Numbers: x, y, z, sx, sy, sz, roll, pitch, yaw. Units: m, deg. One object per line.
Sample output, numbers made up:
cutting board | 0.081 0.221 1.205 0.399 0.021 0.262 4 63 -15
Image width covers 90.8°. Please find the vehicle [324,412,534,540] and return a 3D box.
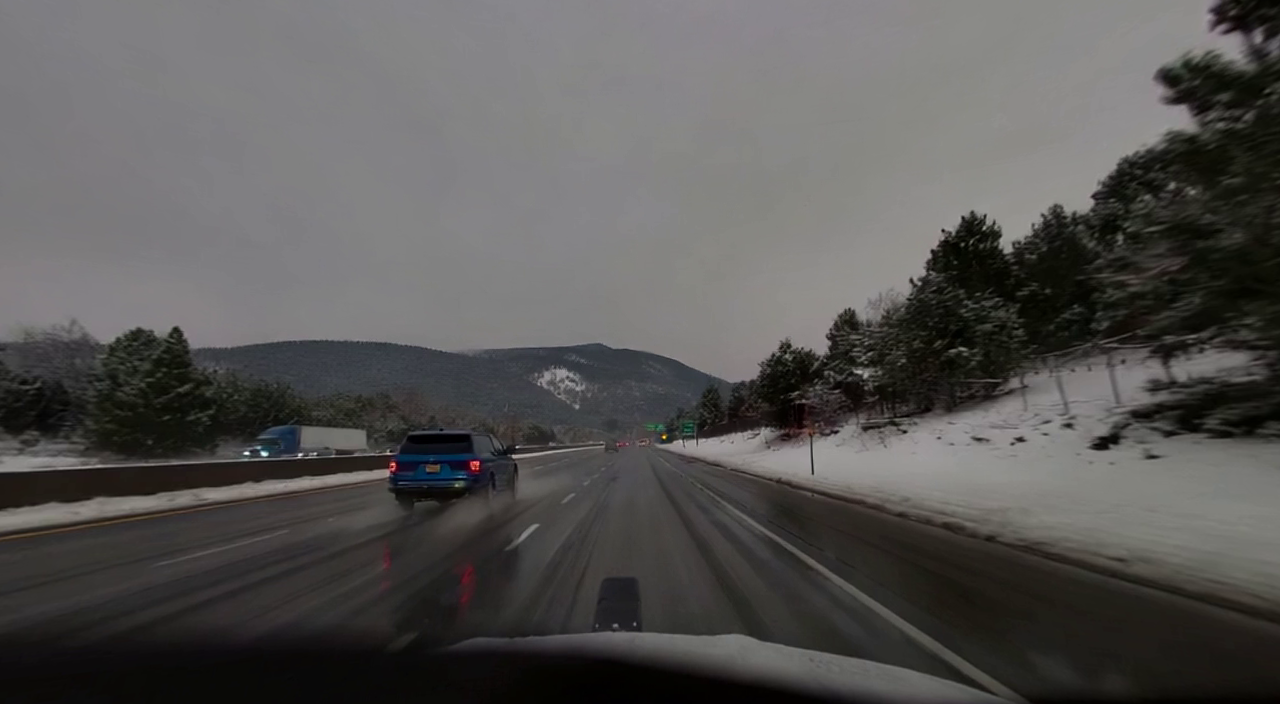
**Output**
vehicle | -3.337 2.073 11.193 2.029 1.753 4.718 0 -8 1
